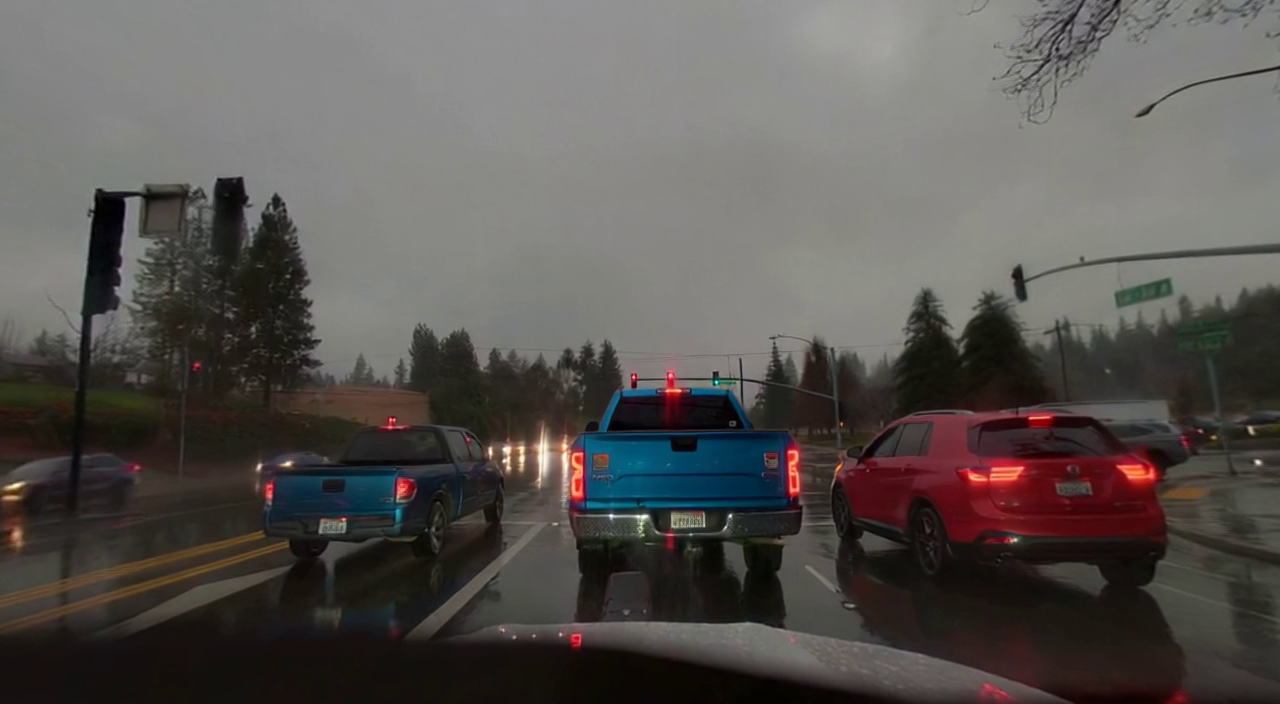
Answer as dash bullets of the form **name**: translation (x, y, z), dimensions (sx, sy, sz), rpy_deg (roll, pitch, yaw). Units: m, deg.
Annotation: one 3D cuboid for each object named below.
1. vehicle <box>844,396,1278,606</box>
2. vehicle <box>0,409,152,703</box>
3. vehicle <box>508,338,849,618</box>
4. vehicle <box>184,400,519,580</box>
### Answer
- **vehicle**: translation (4.045, 1.499, 7.187), dimensions (1.984, 1.659, 4.226), rpy_deg (0, -8, 0)
- **vehicle**: translation (-3.391, 0.709, 0.654), dimensions (1.998, 1.481, 4.656), rpy_deg (0, -8, 1)
- **vehicle**: translation (0.324, 1.272, 7.150), dimensions (2.505, 2.084, 4.768), rpy_deg (0, -8, 1)
- **vehicle**: translation (-3.295, 1.691, 8.585), dimensions (2.125, 1.739, 4.707), rpy_deg (0, -8, 3)
